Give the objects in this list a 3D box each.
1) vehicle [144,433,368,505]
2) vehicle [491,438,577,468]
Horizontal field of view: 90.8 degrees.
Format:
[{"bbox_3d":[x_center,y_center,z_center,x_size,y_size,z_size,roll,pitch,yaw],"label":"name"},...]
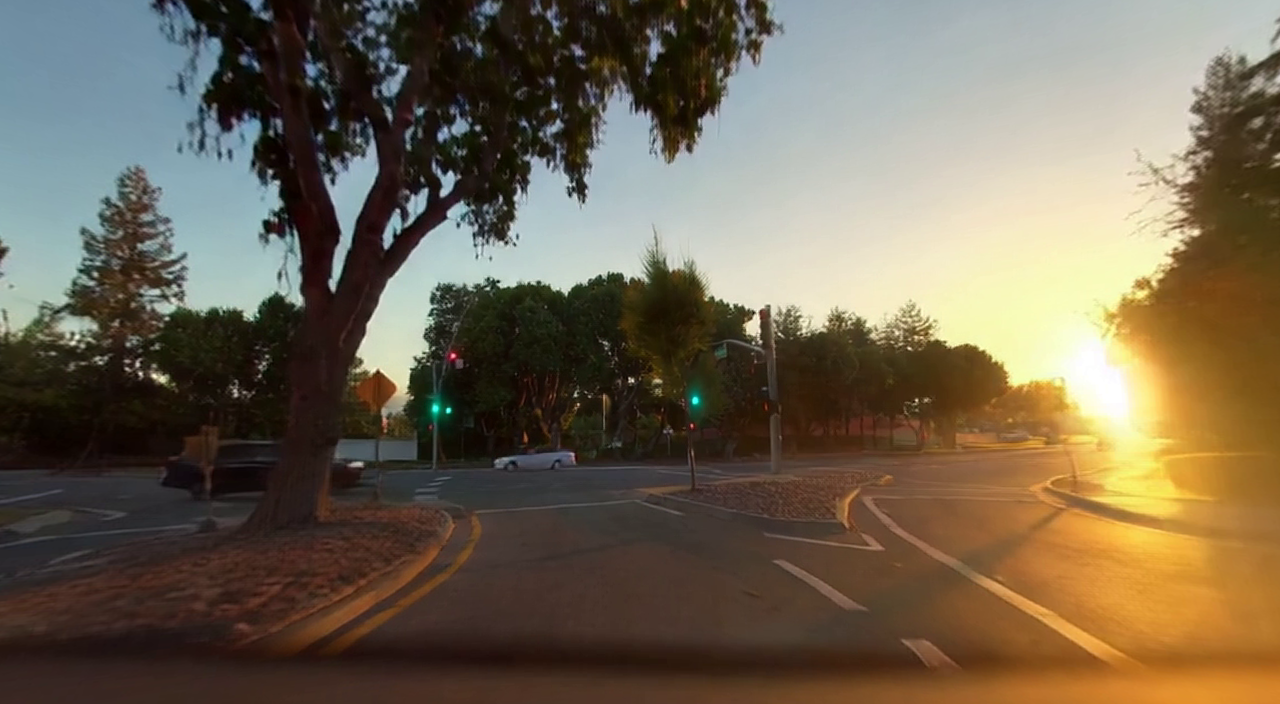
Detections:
[{"bbox_3d":[-9.556,2.916,16.188,4.545,1.602,2.014,4,-10,-27],"label":"vehicle"},{"bbox_3d":[-6.230,5.925,37.265,4.602,1.667,1.933,4,-10,-27],"label":"vehicle"}]
